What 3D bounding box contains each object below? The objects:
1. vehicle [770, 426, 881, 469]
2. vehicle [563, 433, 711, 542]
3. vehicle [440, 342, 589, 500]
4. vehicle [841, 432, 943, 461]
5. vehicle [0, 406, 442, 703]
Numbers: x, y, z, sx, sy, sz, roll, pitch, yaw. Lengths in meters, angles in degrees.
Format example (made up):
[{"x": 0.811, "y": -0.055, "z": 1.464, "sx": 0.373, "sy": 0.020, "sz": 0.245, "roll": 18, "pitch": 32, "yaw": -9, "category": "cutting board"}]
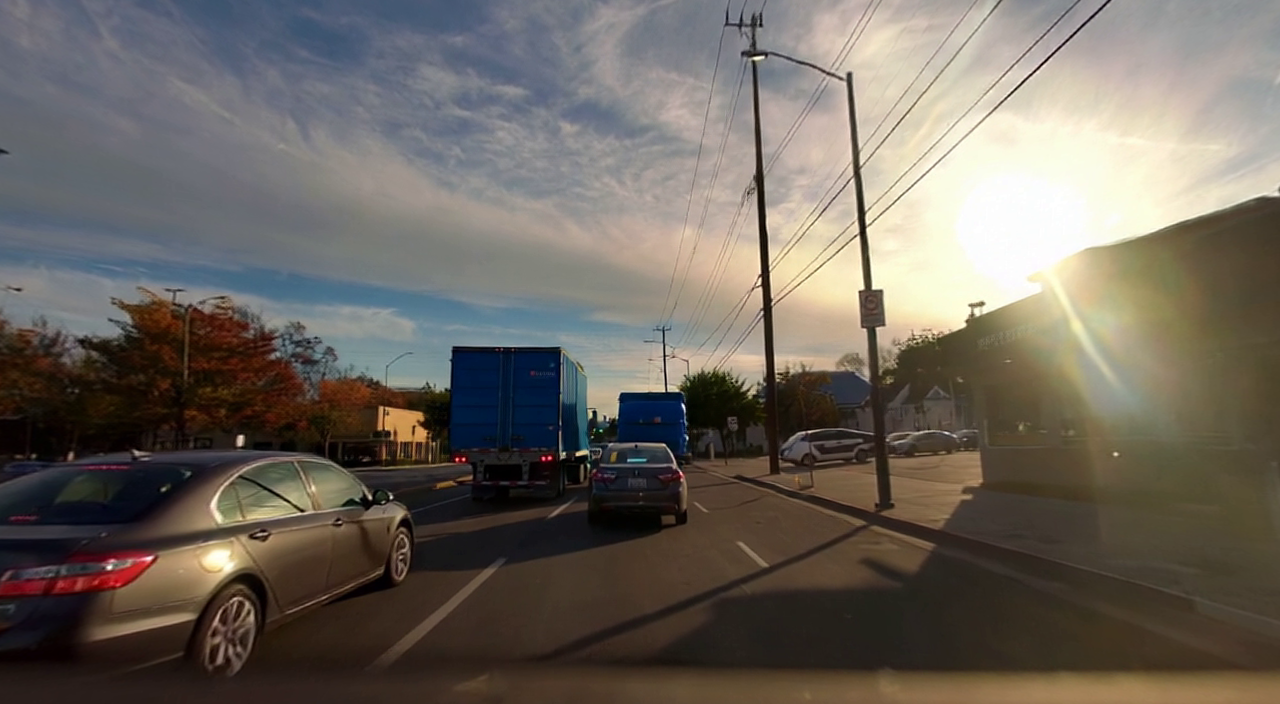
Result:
[{"x": 8.670, "y": 4.513, "z": 29.781, "sx": 2.061, "sy": 1.845, "sz": 4.829, "roll": 5, "pitch": -10, "yaw": -32, "category": "vehicle"}, {"x": -0.074, "y": 2.199, "z": 10.880, "sx": 2.067, "sy": 1.506, "sz": 4.118, "roll": 0, "pitch": -8, "yaw": -1, "category": "vehicle"}, {"x": -3.287, "y": 2.157, "z": 18.697, "sx": 3.020, "sy": 3.800, "sz": 7.105, "roll": 0, "pitch": -8, "yaw": -1, "category": "vehicle"}, {"x": 13.214, "y": 4.991, "z": 33.117, "sx": 4.574, "sy": 1.478, "sz": 1.880, "roll": 0, "pitch": -8, "yaw": 3, "category": "vehicle"}, {"x": -3.050, "y": 1.240, "z": 4.279, "sx": 1.969, "sy": 1.471, "sz": 4.378, "roll": 0, "pitch": -8, "yaw": 0, "category": "vehicle"}]
